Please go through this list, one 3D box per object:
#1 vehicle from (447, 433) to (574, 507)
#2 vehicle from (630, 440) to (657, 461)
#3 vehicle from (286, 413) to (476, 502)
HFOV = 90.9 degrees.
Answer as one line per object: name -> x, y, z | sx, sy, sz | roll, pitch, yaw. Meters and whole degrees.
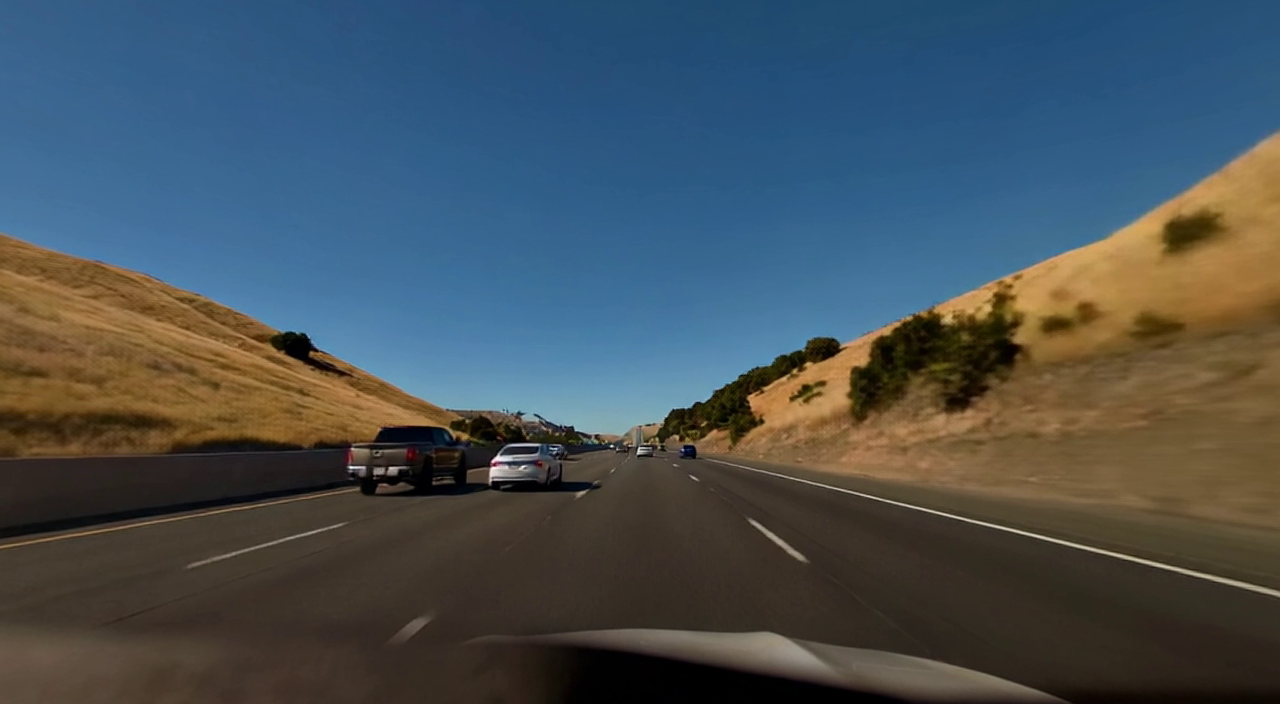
vehicle -> -2.984, 2.832, 15.659 | 2.091, 1.552, 4.516 | 0, -8, 2
vehicle -> 0.276, 7.807, 49.870 | 2.031, 1.566, 3.904 | 0, -8, 0
vehicle -> -6.879, 2.920, 17.918 | 2.589, 2.063, 6.206 | 0, -8, 2
